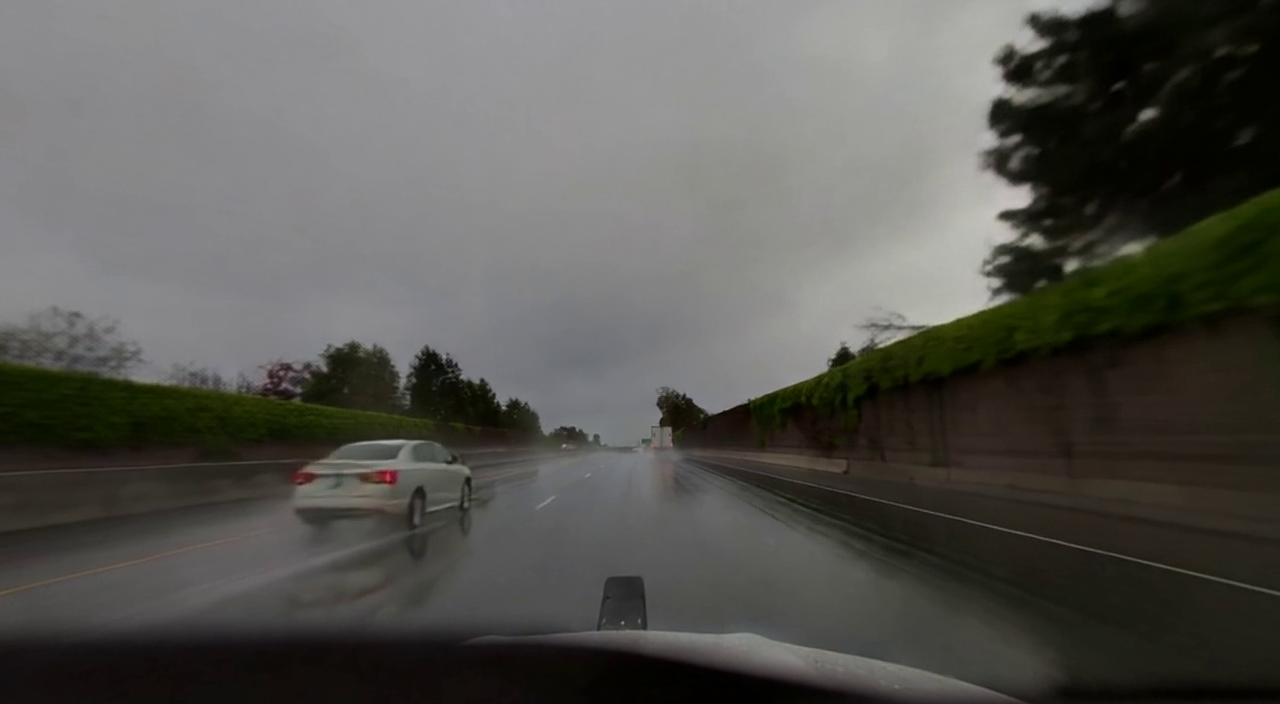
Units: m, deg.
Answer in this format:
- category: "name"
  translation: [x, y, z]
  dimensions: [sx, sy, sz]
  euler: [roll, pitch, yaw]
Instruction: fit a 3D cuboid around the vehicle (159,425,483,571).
- category: "vehicle"
  translation: [-4.113, 1.978, 9.505]
  dimensions: [2.129, 1.559, 5.272]
  euler: [0, -9, 0]
